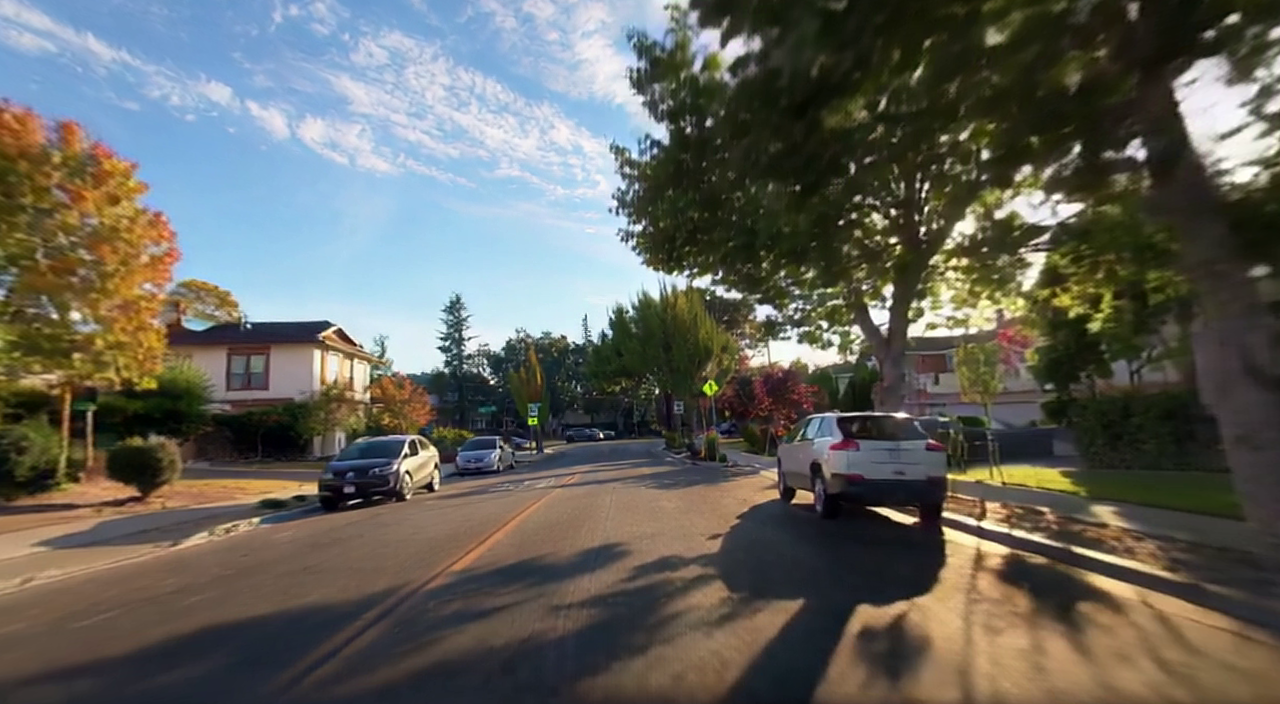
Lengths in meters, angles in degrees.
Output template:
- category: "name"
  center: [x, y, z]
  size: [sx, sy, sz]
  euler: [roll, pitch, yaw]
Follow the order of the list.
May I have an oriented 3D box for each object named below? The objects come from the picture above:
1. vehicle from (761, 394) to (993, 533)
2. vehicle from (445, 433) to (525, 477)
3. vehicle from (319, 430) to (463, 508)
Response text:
- category: "vehicle"
  center: [3.334, 1.658, 10.035]
  size: [1.997, 1.663, 4.544]
  euler: [-1, -7, 1]
- category: "vehicle"
  center: [-5.670, 3.781, 23.547]
  size: [1.919, 1.464, 4.155]
  euler: [0, -8, 0]
- category: "vehicle"
  center: [-5.606, 2.614, 14.704]
  size: [1.842, 1.540, 3.704]
  euler: [-1, -7, 0]
